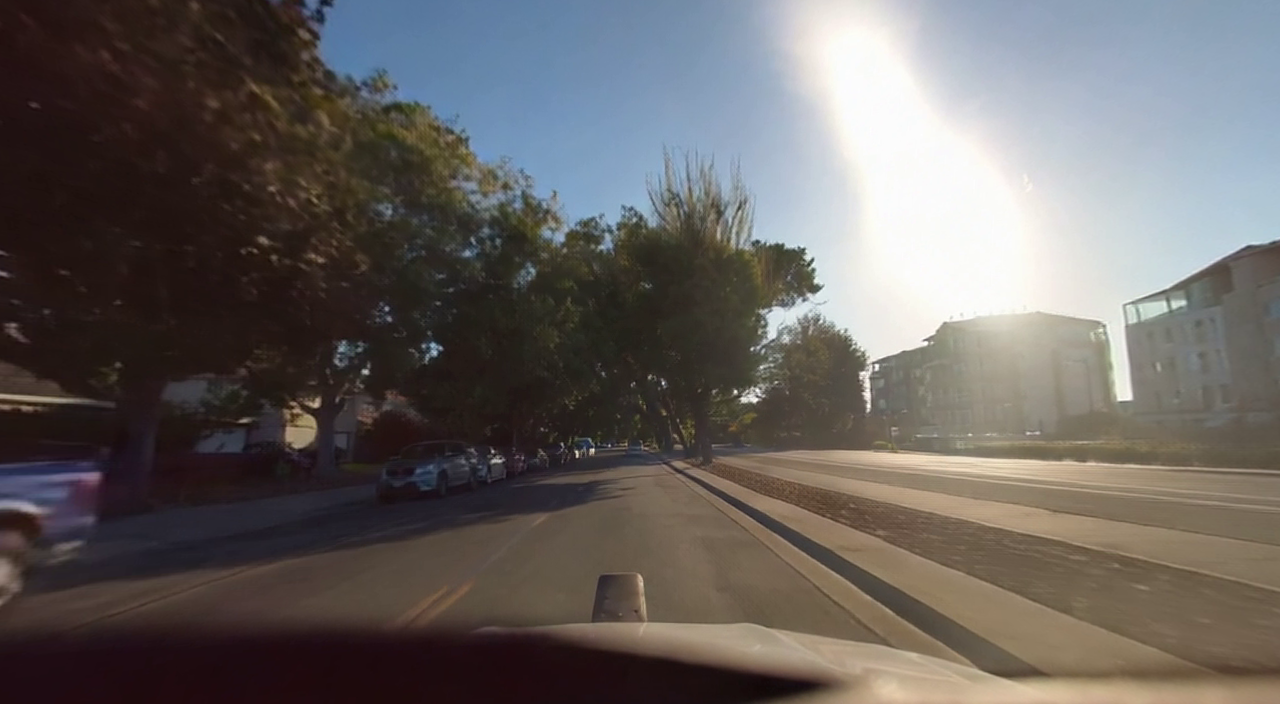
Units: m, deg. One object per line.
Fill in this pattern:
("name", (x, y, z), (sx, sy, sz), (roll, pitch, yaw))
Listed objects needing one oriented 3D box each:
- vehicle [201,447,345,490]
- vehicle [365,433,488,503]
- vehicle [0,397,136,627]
("vehicle", (-14.019, 4.449, 24.264), (4.189, 1.450, 2.196), (-1, -9, 0))
("vehicle", (-6.544, 3.604, 20.065), (2.020, 1.842, 5.116), (1, -8, 1))
("vehicle", (-6.467, 1.107, 3.753), (2.350, 1.892, 5.542), (1, -8, -1))
